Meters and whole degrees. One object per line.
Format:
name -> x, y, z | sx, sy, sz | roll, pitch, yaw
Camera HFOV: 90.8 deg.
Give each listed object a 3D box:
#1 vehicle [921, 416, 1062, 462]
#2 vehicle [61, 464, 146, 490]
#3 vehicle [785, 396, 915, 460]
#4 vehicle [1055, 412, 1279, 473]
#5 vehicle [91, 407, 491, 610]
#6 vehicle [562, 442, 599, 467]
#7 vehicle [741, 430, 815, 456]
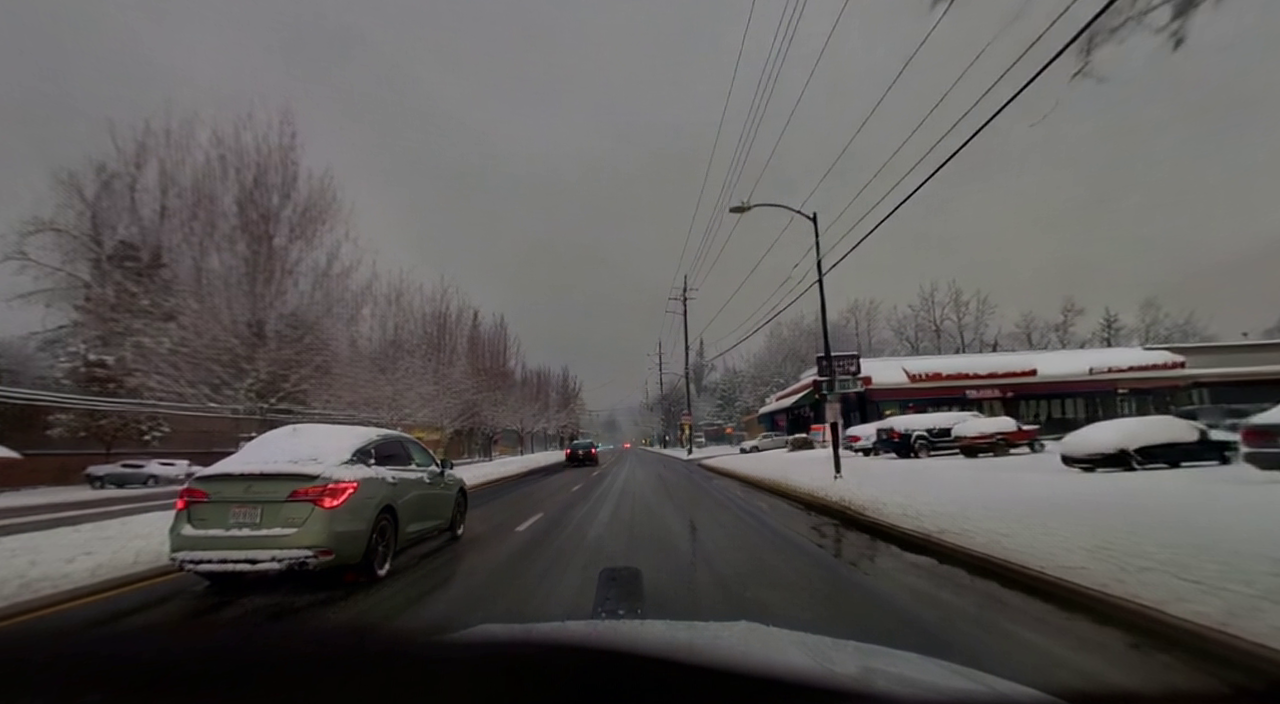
vehicle -> 13.299, 3.321, 24.099 | 4.165, 1.650, 1.946 | 0, -9, -3
vehicle -> -36.342, 8.452, 42.954 | 1.965, 1.470, 4.482 | 0, -9, -3
vehicle -> 12.219, 4.501, 37.184 | 6.427, 3.417, 2.845 | -2, -8, -2
vehicle -> 13.422, 2.299, 16.023 | 4.470, 1.427, 1.872 | 0, -9, -2
vehicle -> -3.433, 1.643, 7.563 | 2.126, 1.655, 4.560 | 0, -9, 1
vehicle -> -3.650, 6.363, 39.457 | 1.955, 1.461, 4.396 | 0, -9, -1
vehicle -> 10.476, 6.933, 48.137 | 5.130, 1.902, 2.056 | 0, -9, -1
